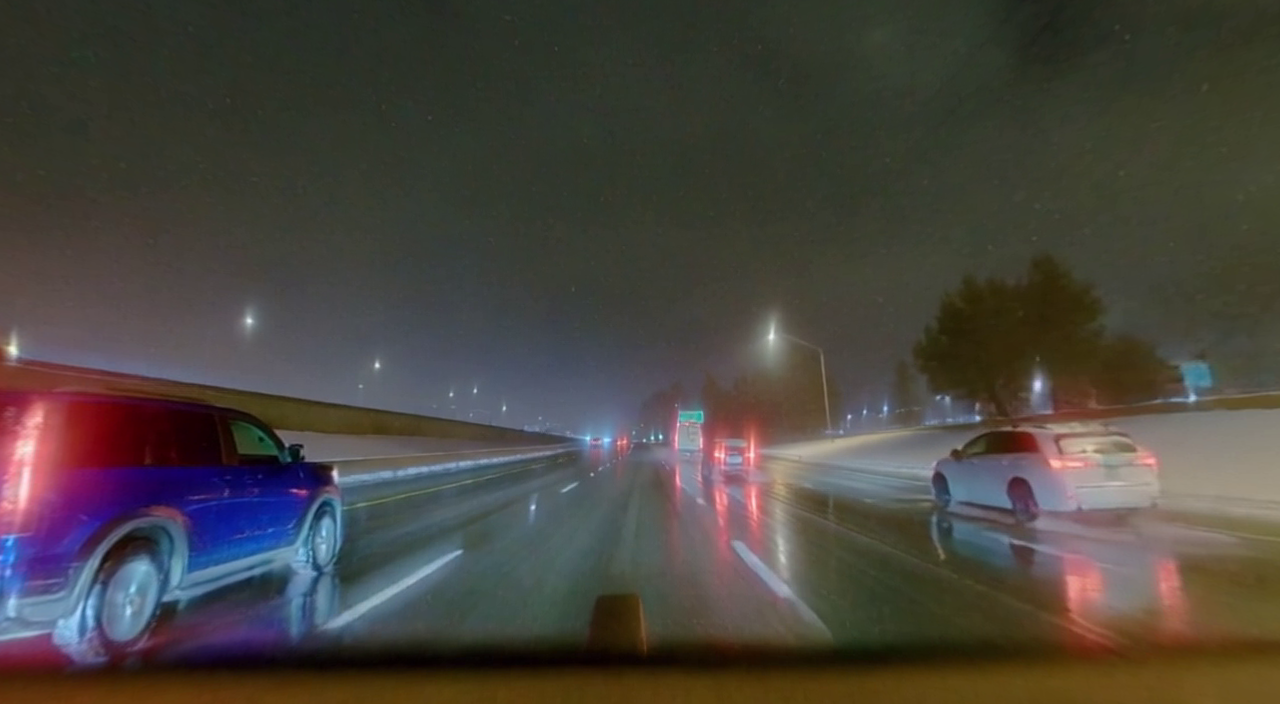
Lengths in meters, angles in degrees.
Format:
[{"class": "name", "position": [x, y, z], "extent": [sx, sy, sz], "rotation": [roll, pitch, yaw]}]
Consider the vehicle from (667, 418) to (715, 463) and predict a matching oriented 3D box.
[{"class": "vehicle", "position": [3.283, 5.926, 42.162], "extent": [2.629, 2.718, 6.740], "rotation": [0, -8, 0]}]

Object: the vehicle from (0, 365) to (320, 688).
[{"class": "vehicle", "position": [-4.297, 1.053, 4.300], "extent": [2.000, 1.646, 4.201], "rotation": [0, -8, 0]}]

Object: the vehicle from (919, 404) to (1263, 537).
[{"class": "vehicle", "position": [6.960, 1.898, 10.697], "extent": [2.184, 1.712, 4.856], "rotation": [0, -8, -1]}]

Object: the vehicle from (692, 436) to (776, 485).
[{"class": "vehicle", "position": [3.154, 3.761, 22.299], "extent": [2.108, 1.509, 5.059], "rotation": [0, -8, -1]}]
